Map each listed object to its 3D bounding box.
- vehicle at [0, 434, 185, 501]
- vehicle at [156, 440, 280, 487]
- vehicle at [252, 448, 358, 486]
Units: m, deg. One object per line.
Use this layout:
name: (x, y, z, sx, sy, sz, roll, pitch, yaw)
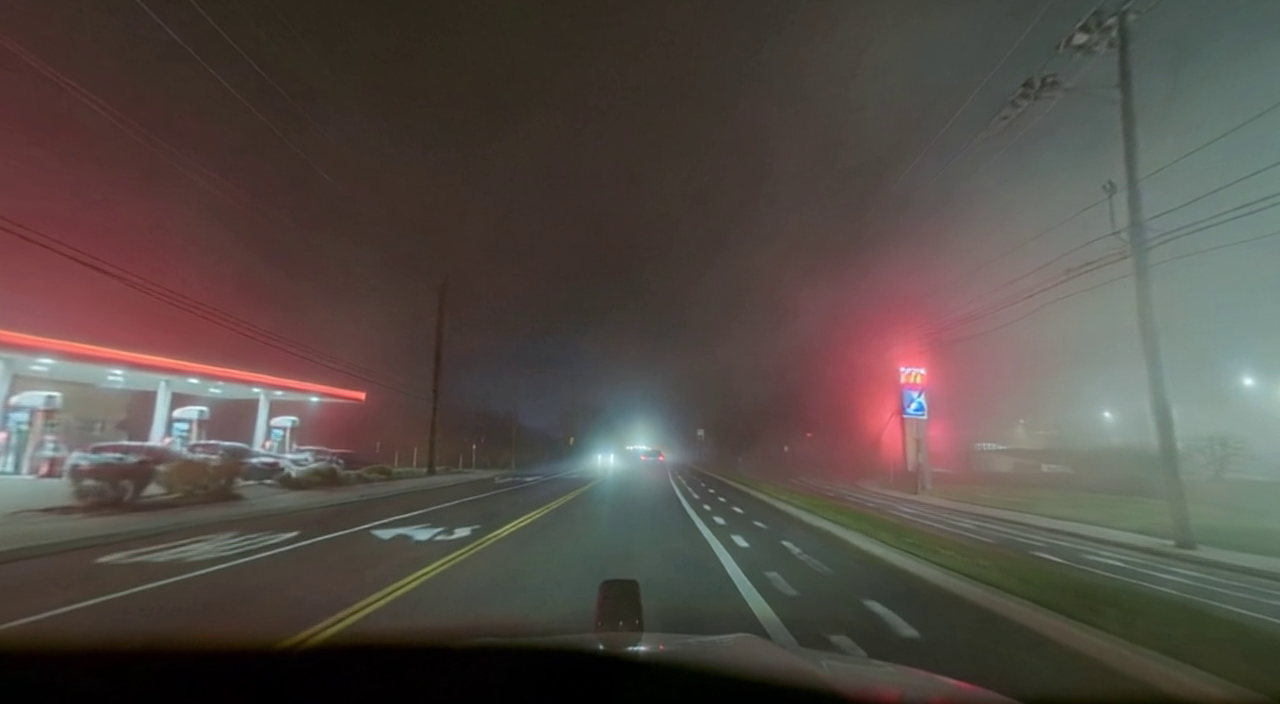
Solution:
vehicle: (-16.520, 3.451, 19.238, 1.890, 1.761, 4.578, 0, -9, -1)
vehicle: (-16.942, 4.481, 25.686, 1.928, 1.708, 4.344, 0, -9, 2)
vehicle: (-13.834, 4.754, 26.447, 1.947, 1.435, 4.606, 0, -9, 0)
